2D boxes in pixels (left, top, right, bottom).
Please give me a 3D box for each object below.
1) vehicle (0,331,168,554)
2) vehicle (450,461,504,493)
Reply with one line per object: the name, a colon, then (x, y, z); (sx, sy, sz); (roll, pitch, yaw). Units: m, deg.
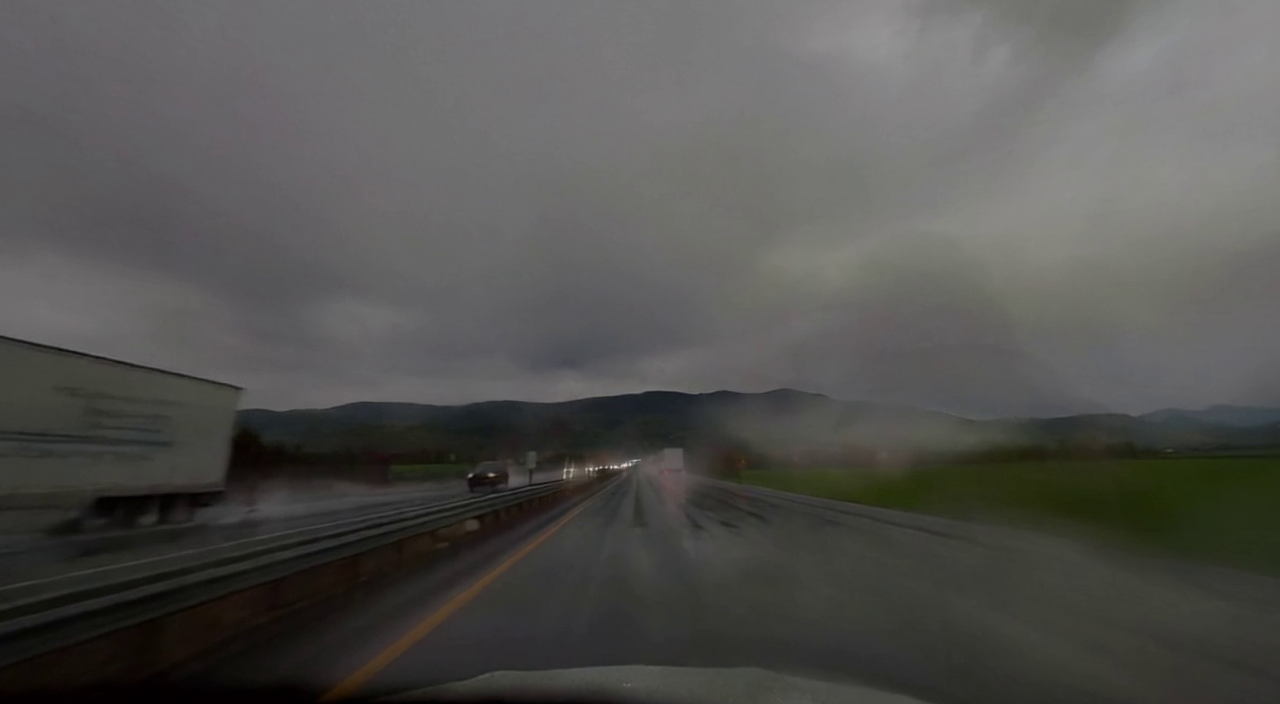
vehicle: (-13.478, 1.109, 8.659); (2.913, 4.108, 14.085); (1, -10, 0)
vehicle: (-9.486, 7.272, 36.815); (1.971, 1.714, 4.230); (1, -10, 0)
